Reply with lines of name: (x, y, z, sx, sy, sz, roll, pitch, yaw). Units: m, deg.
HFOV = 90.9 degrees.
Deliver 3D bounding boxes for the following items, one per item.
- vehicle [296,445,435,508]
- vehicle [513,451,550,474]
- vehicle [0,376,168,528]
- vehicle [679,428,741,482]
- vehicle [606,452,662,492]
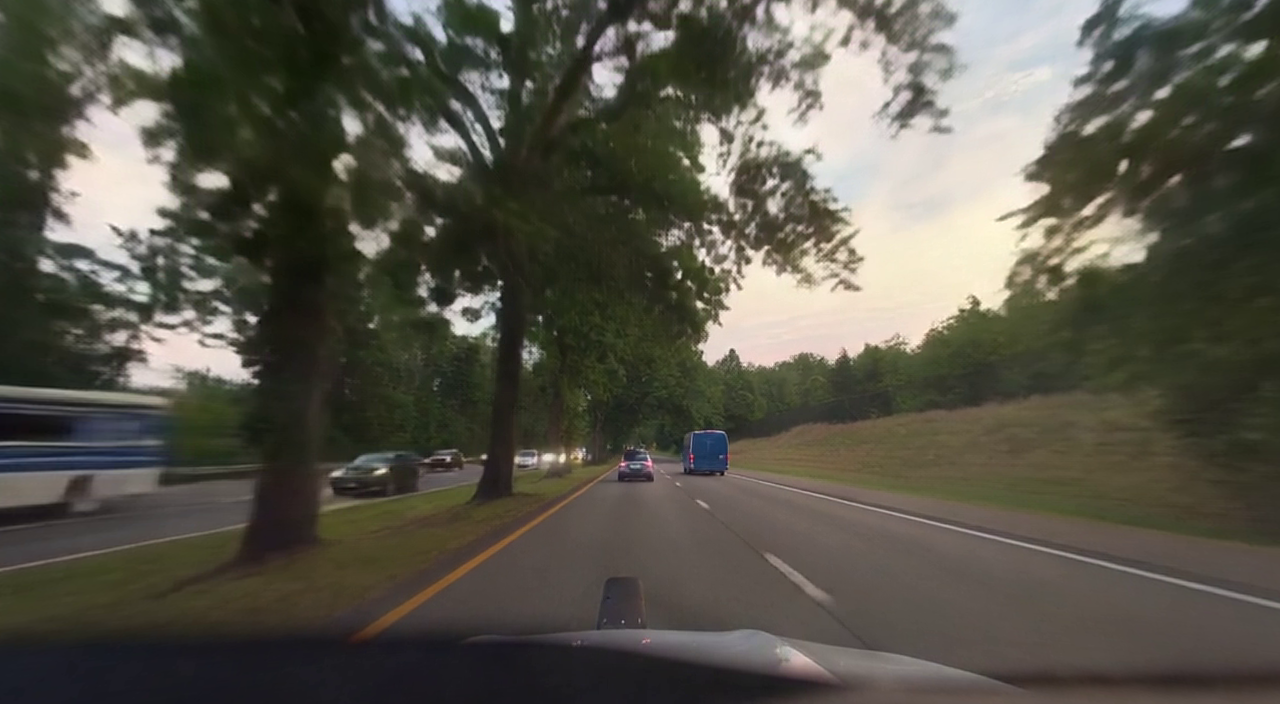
vehicle: (-7.348, 3.355, 17.431, 1.926, 1.492, 4.272, -1, -9, 0)
vehicle: (-7.494, 7.673, 43.926, 1.833, 1.444, 4.120, -1, -9, 1)
vehicle: (-12.210, 1.805, 11.270, 2.661, 2.552, 6.070, -1, -9, 1)
vehicle: (3.705, 5.668, 34.740, 2.513, 2.633, 5.930, 0, -9, -2)
vehicle: (-0.241, 4.743, 25.205, 2.037, 1.417, 3.885, 0, -9, 0)
